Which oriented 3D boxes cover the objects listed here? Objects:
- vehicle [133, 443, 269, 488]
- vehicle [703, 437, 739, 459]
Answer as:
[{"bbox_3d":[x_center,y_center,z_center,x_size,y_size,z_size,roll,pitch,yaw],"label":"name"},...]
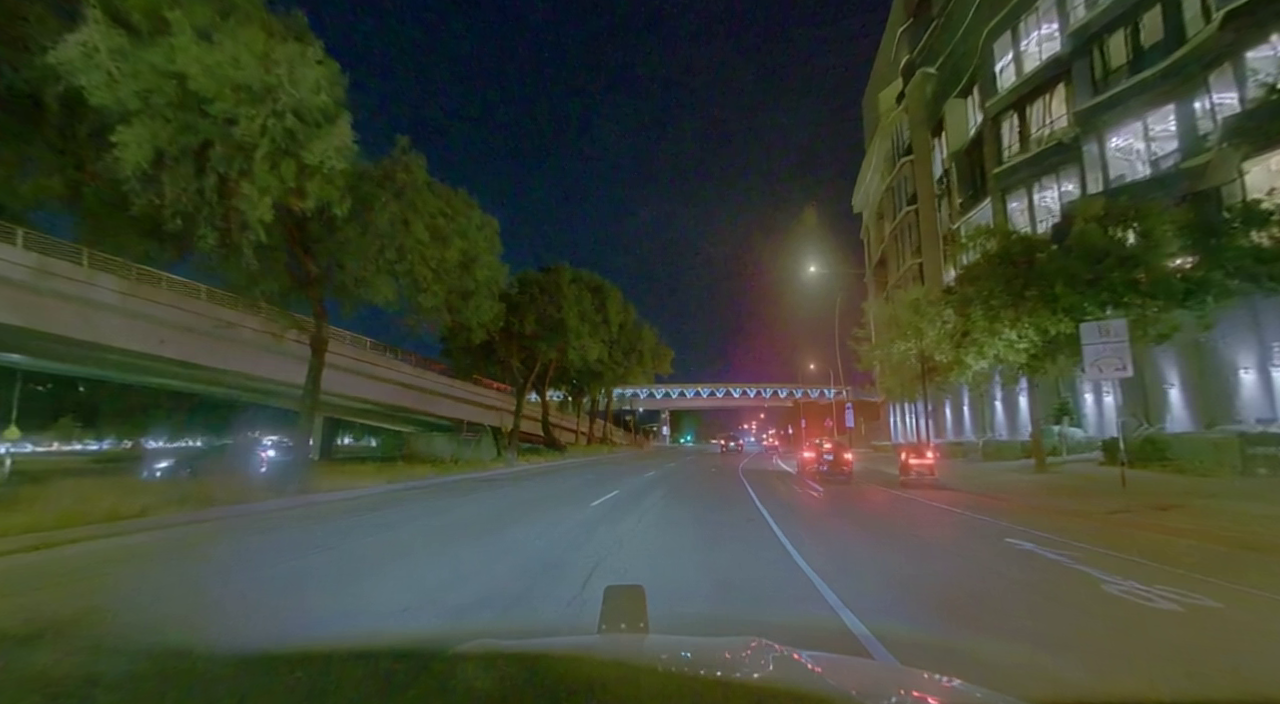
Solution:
[{"bbox_3d":[-18.846,4.864,27.178,4.562,1.464,2.090,-5,-6,5],"label":"vehicle"},{"bbox_3d":[5.919,6.967,45.835,2.280,1.475,4.051,-2,-9,12],"label":"vehicle"}]
